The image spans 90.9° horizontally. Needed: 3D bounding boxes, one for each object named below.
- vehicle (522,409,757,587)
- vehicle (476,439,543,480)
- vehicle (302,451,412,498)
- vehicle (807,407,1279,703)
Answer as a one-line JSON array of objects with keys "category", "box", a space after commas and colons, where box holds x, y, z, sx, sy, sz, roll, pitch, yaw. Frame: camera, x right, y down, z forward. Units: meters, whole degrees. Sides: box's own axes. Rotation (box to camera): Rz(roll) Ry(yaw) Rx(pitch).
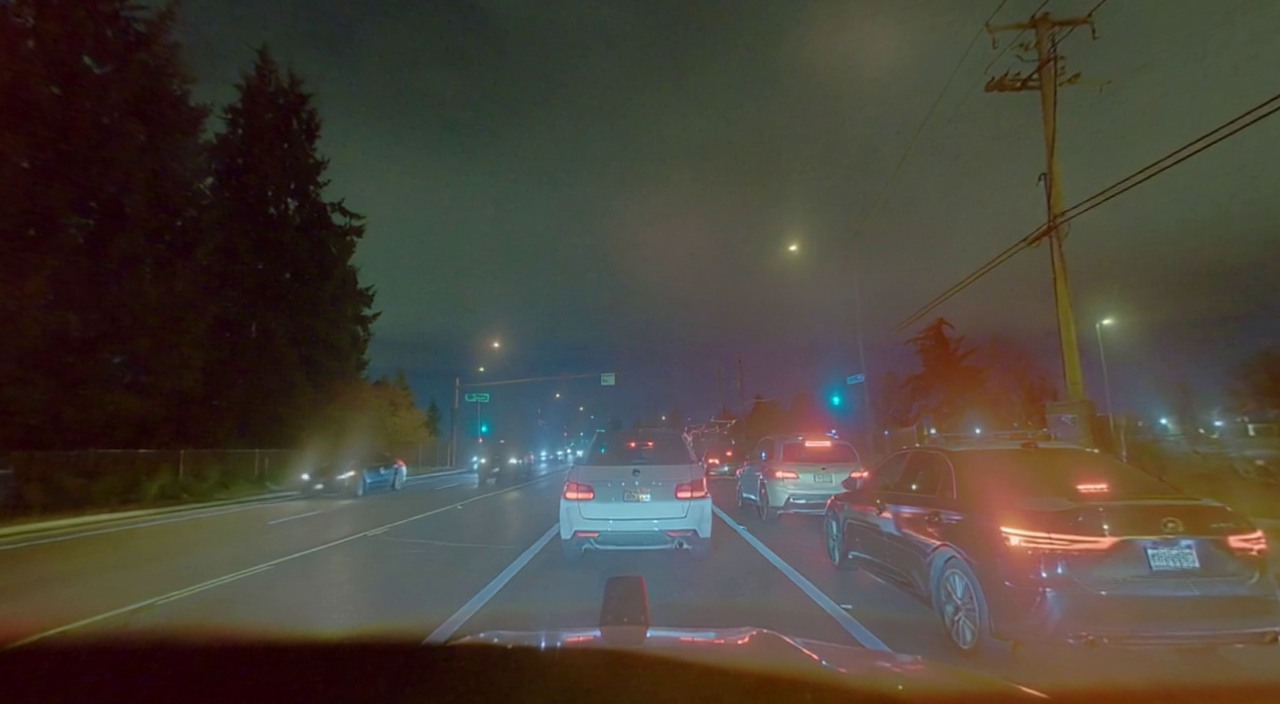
[{"category": "vehicle", "box": [0.002, 1.680, 8.057, 2.200, 1.653, 4.127, 0, -8, 0]}, {"category": "vehicle", "box": [-5.999, 4.981, 29.603, 2.068, 1.739, 4.572, -1, -8, 2]}, {"category": "vehicle", "box": [-9.920, 4.287, 22.485, 1.921, 1.471, 4.137, 0, -8, 1]}, {"category": "vehicle", "box": [2.885, 1.309, 4.992, 1.950, 1.487, 4.275, 0, -8, 0]}]
